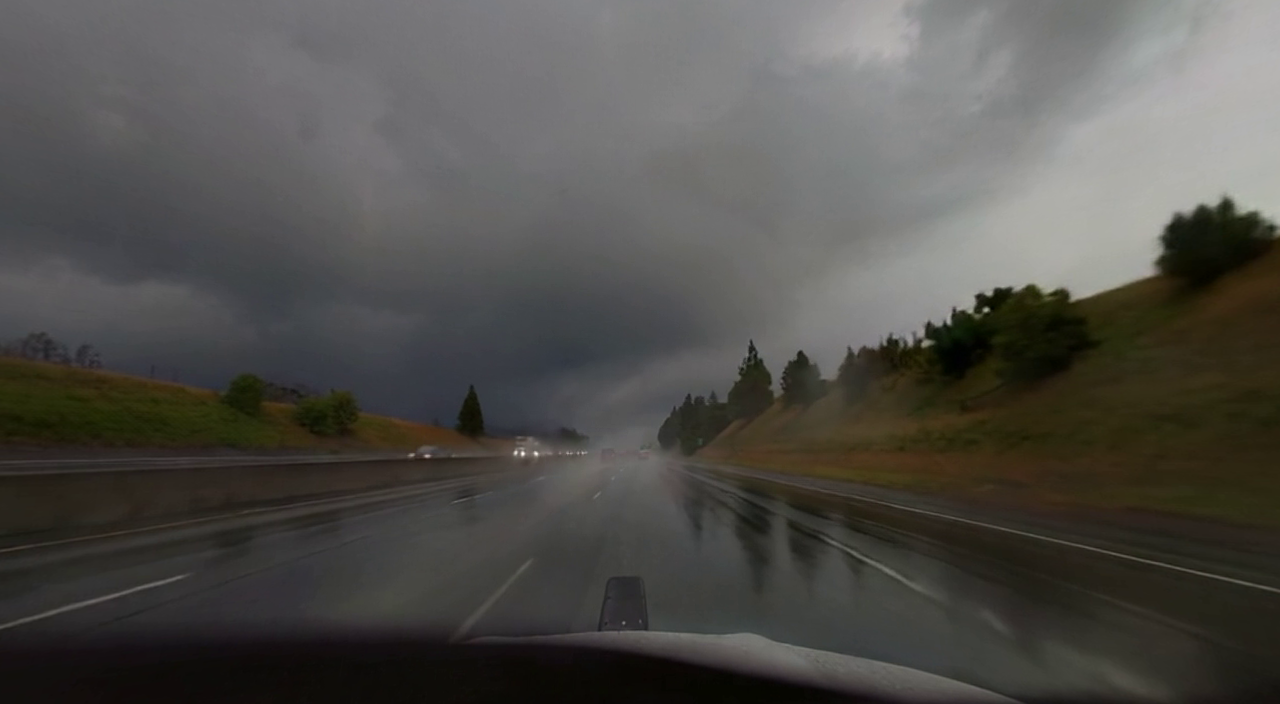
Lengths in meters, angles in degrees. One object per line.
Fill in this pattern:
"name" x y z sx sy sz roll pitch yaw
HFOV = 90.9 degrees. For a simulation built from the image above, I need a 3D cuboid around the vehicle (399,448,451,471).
"vehicle" -14.386 7.212 42.431 1.856 1.465 4.534 0 -9 0
